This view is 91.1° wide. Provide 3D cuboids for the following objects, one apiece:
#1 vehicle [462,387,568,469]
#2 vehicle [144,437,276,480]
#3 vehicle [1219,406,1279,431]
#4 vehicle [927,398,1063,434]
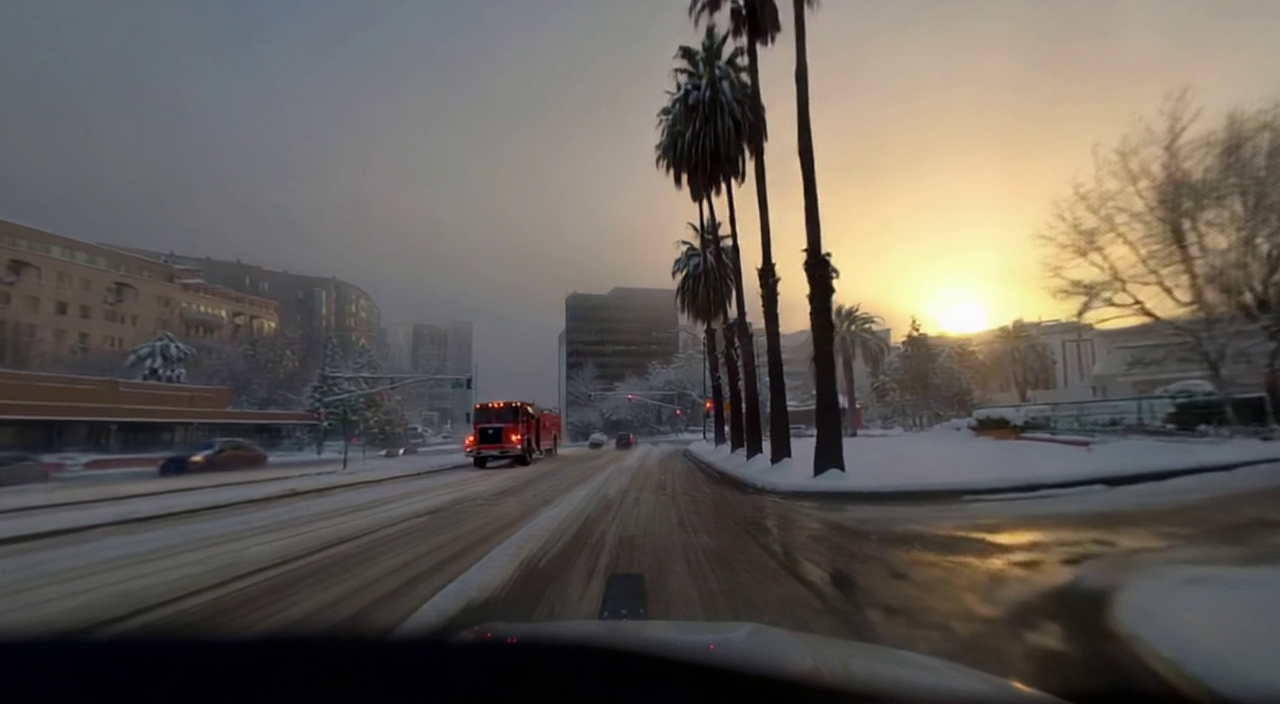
[{"bbox_3d":[-6.385,4.308,34.577,3.008,3.730,11.786,0,-8,2],"label":"vehicle"},{"bbox_3d":[-21.770,5.409,32.216,2.460,1.958,5.843,0,-8,2],"label":"vehicle"},{"bbox_3d":[42.566,4.527,42.486,4.671,1.641,1.900,-1,-8,3],"label":"vehicle"},{"bbox_3d":[15.331,2.810,27.330,4.663,1.457,2.045,0,-7,2],"label":"vehicle"}]
